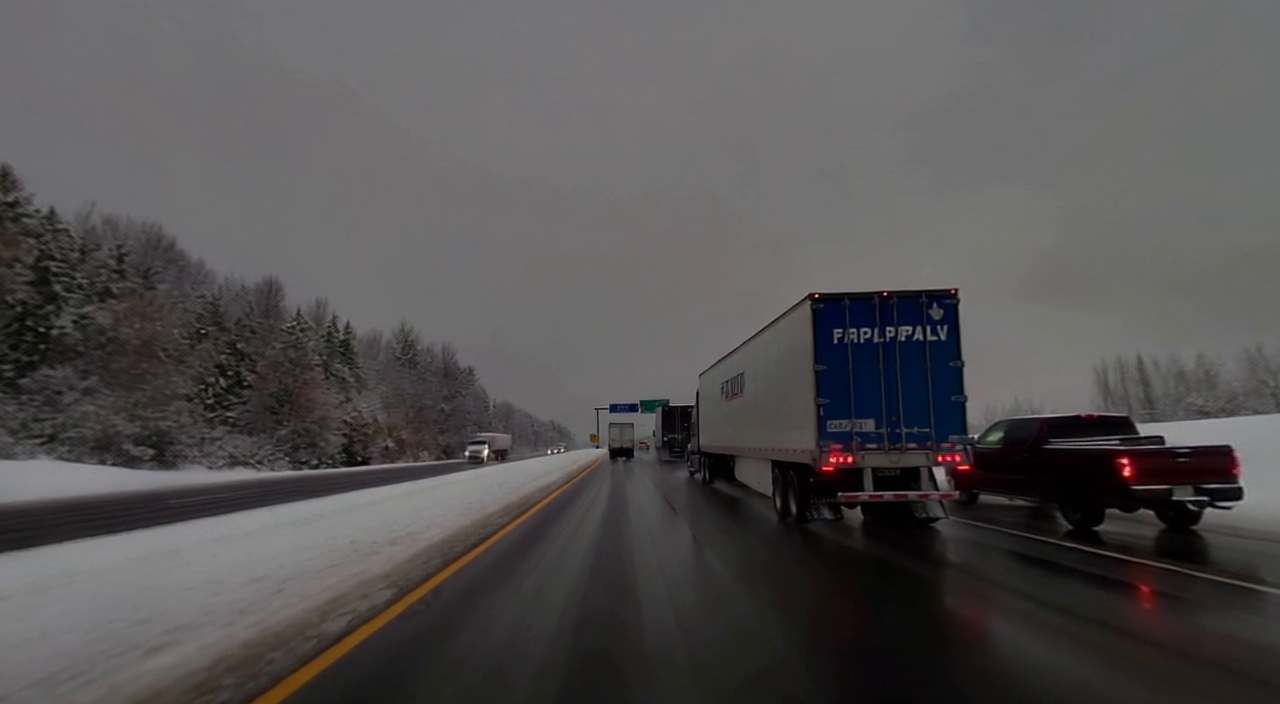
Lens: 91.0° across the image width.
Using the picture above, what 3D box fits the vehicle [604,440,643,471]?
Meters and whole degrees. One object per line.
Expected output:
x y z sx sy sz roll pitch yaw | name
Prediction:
-0.879 5.376 32.937 1.943 1.491 3.459 0 -8 -2 | vehicle

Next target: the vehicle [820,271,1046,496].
4.244 0.527 9.577 2.244 3.047 2.035 0 -8 -2 | vehicle

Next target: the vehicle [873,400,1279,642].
4.571 1.344 6.052 4.253 1.543 2.045 4 -9 -30 | vehicle
